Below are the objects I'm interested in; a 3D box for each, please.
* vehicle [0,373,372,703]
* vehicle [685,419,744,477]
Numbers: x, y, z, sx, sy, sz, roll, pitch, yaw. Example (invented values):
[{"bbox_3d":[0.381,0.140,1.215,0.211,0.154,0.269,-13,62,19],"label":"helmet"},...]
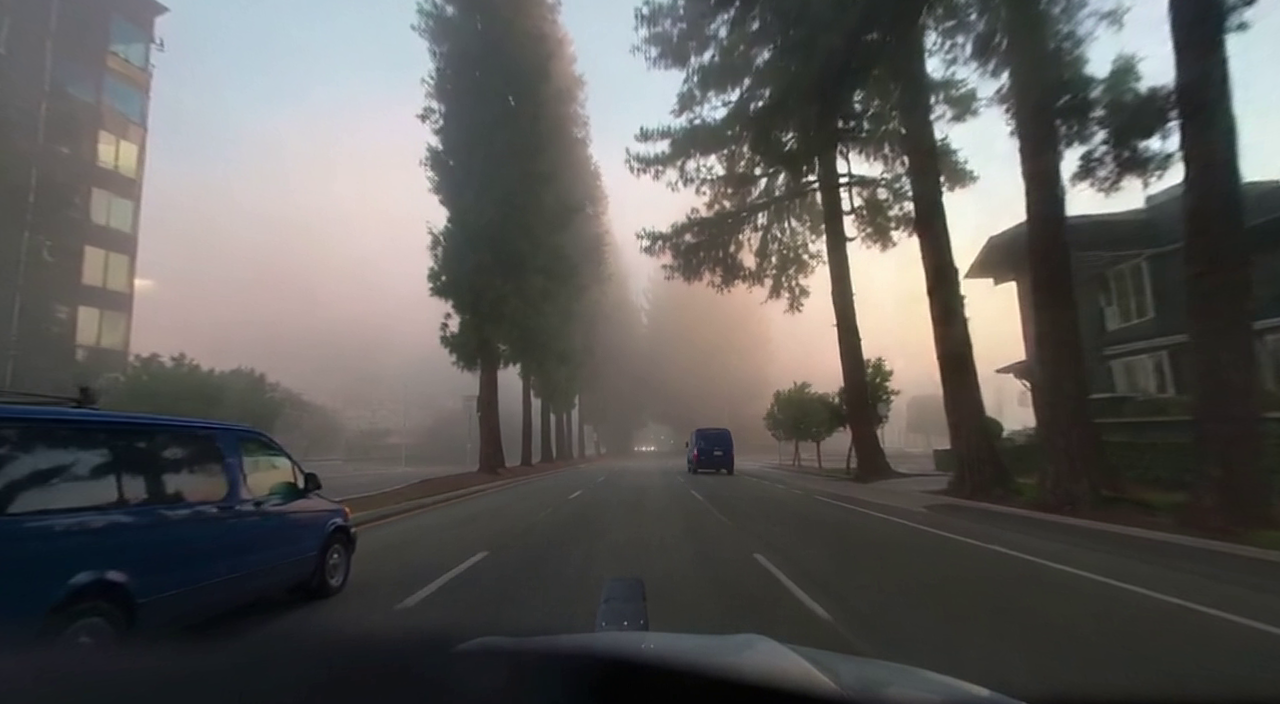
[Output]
[{"bbox_3d":[-3.591,1.032,3.469,2.129,1.602,4.532,0,-9,1],"label":"vehicle"},{"bbox_3d":[3.647,4.907,32.174,2.349,2.671,5.744,0,-9,0],"label":"vehicle"}]
